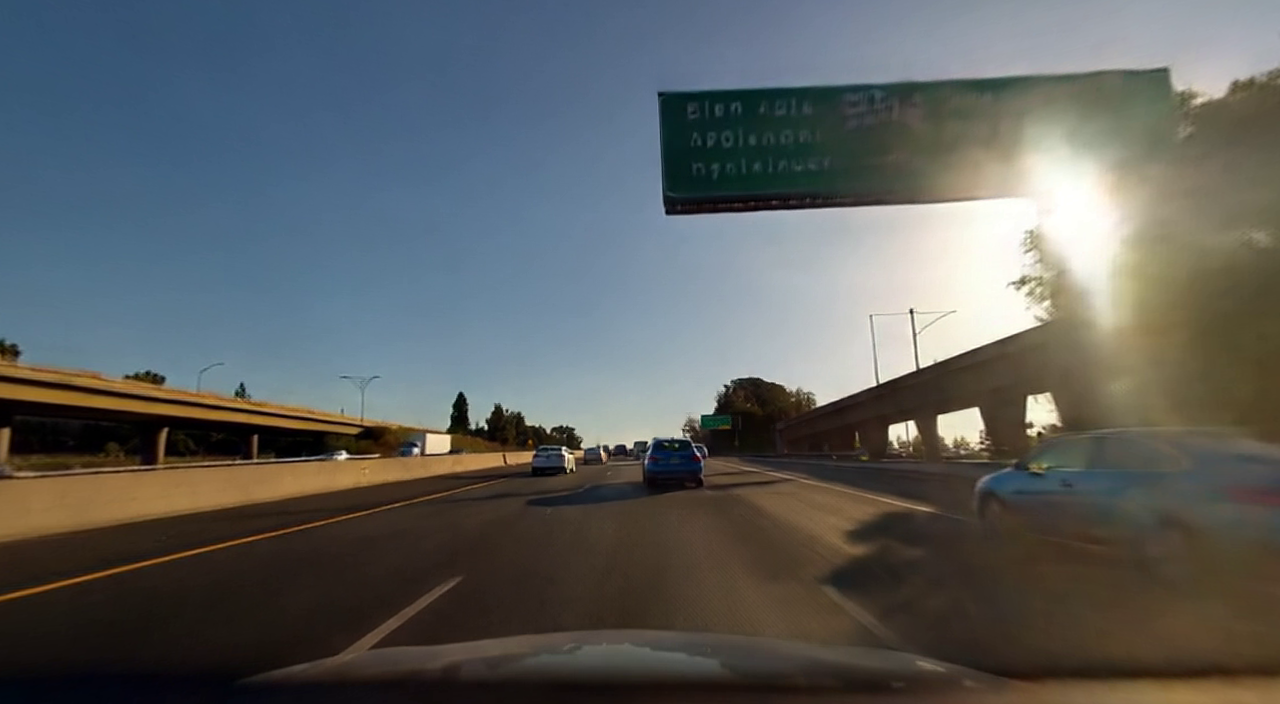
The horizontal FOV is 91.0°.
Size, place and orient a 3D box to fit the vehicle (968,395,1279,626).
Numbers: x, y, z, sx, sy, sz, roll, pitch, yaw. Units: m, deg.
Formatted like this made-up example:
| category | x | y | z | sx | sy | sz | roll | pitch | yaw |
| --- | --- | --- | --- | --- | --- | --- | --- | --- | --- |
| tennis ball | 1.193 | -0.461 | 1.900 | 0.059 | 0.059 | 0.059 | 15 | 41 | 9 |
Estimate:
| category | x | y | z | sx | sy | sz | roll | pitch | yaw |
| --- | --- | --- | --- | --- | --- | --- | --- | --- | --- |
| vehicle | 5.639 | 1.445 | 6.504 | 2.055 | 1.656 | 4.370 | 0 | -9 | -1 |

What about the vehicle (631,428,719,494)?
| category | x | y | z | sx | sy | sz | roll | pitch | yaw |
| --- | --- | --- | --- | --- | --- | --- | --- | --- | --- |
| vehicle | 0.903 | 3.223 | 18.881 | 2.202 | 1.748 | 4.158 | 1 | -9 | -3 |

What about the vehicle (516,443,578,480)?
| category | x | y | z | sx | sy | sz | roll | pitch | yaw |
| --- | --- | --- | --- | --- | --- | --- | --- | --- | --- |
| vehicle | -4.013 | 4.802 | 27.889 | 2.031 | 1.491 | 4.145 | 0 | -9 | 1 |
